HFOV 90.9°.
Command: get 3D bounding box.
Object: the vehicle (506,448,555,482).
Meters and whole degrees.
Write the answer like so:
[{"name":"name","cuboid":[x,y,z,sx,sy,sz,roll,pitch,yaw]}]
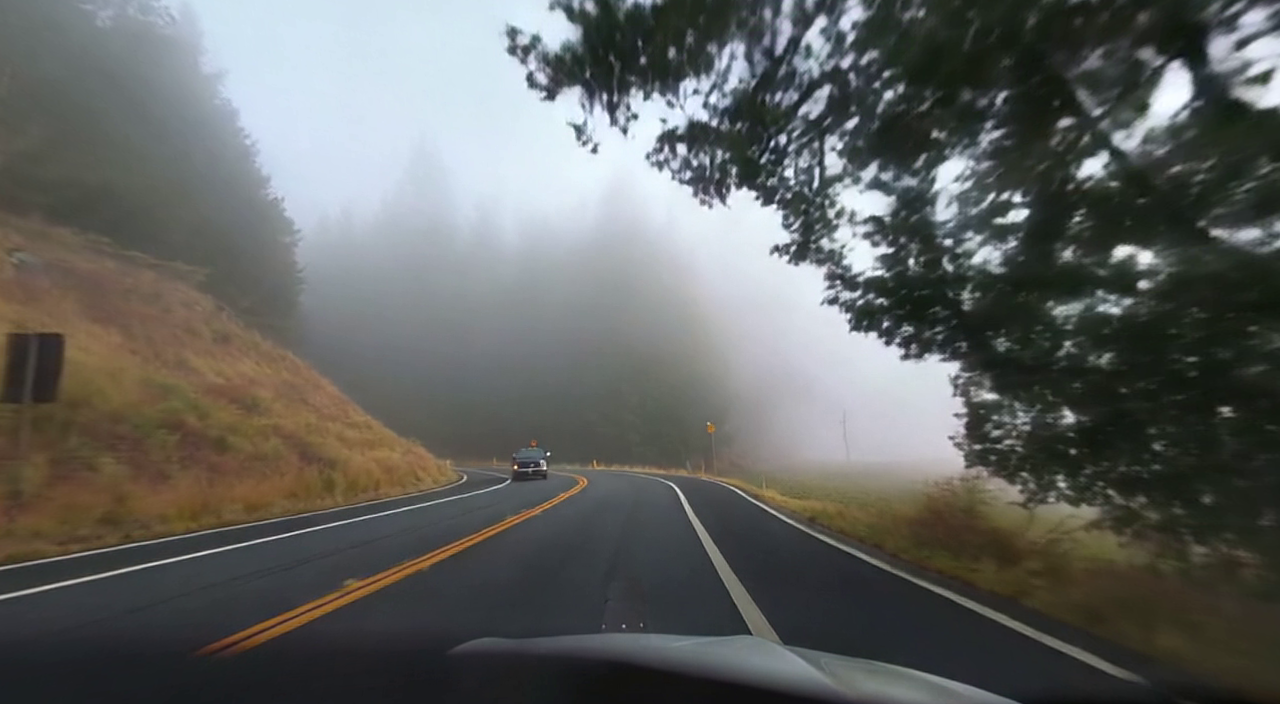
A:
[{"name":"vehicle","cuboid":[-7.146,7.193,40.570,2.546,1.975,5.702,2,-9,-15]}]
